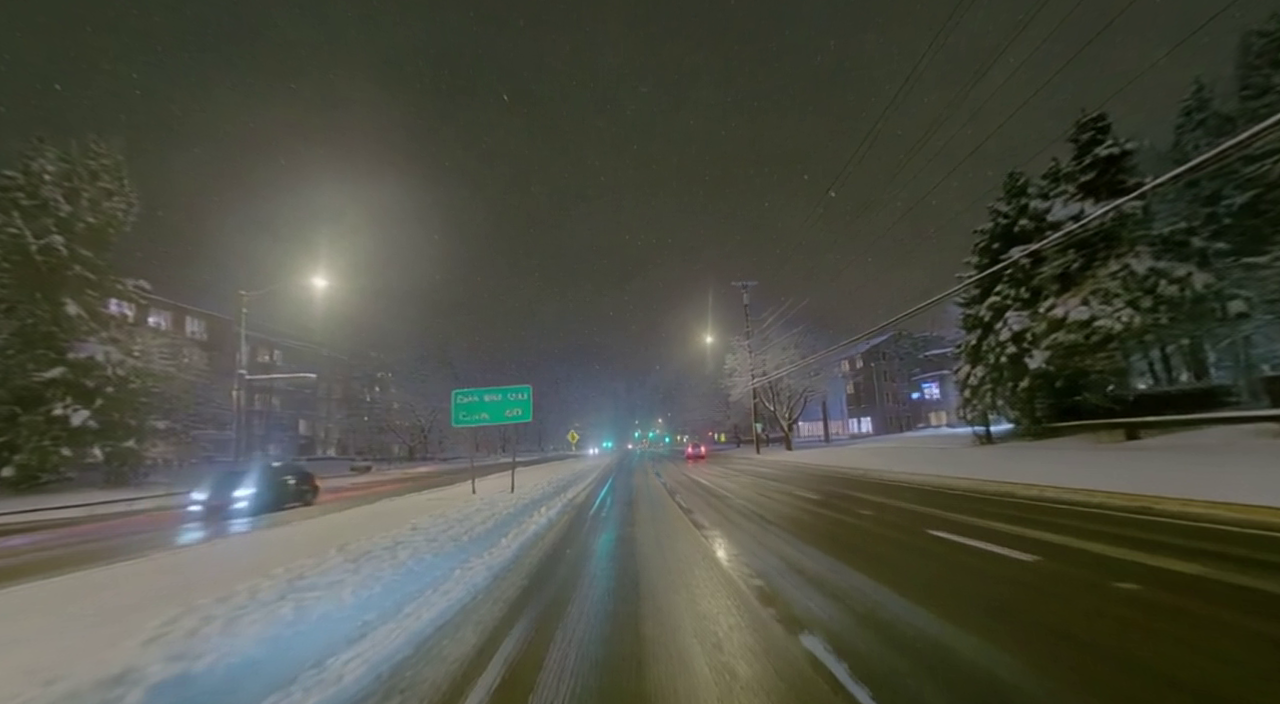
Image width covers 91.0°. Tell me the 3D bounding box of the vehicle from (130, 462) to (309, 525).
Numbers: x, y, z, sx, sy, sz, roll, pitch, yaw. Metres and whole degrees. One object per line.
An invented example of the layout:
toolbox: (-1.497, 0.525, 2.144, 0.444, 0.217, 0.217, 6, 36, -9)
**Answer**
vehicle: (-12.155, 4.091, 18.687, 2.116, 1.470, 4.581, -1, -9, 0)
